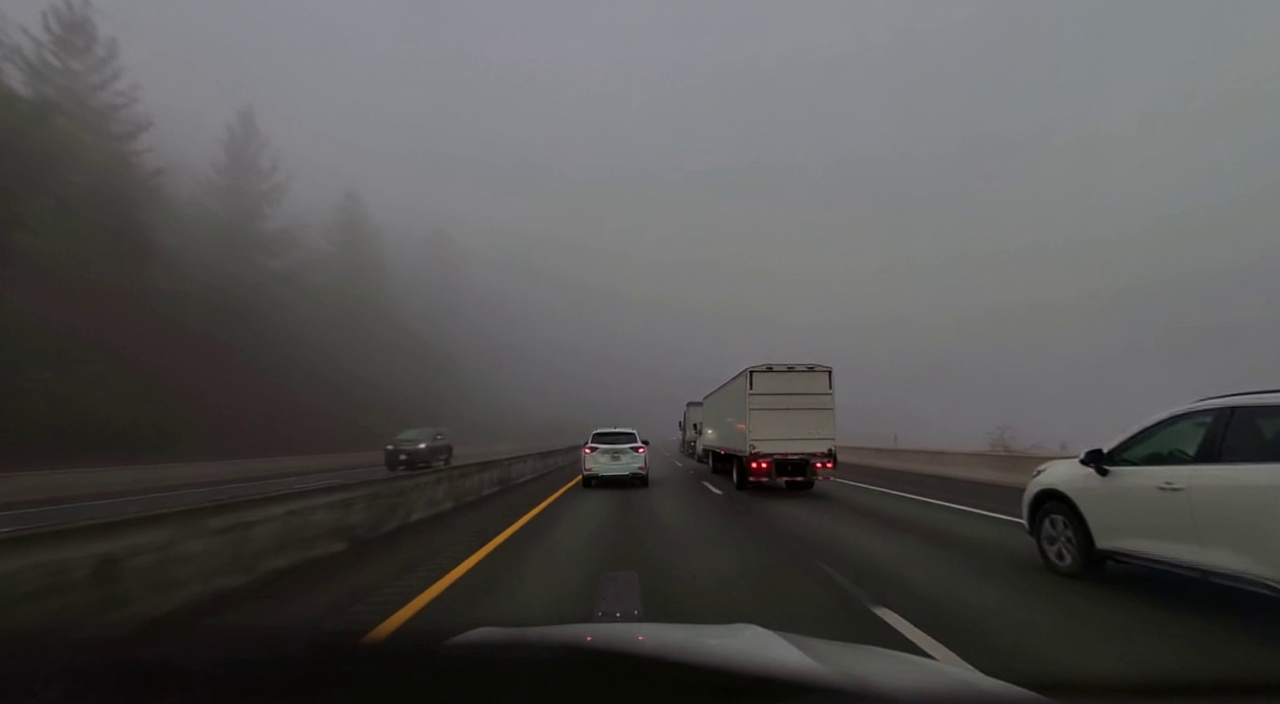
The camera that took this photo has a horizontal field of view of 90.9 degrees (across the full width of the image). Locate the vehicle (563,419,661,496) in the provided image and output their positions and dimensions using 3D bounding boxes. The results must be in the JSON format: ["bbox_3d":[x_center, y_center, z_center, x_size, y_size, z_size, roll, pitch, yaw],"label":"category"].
[{"bbox_3d":[-0.610,2.512,15.478,2.082,1.638,4.055,0,-7,0],"label":"vehicle"}]

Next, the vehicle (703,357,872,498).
[{"bbox_3d":[3.593,2.174,17.868,2.723,3.027,8.478,0,-8,0],"label":"vehicle"}]

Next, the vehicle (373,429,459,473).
[{"bbox_3d":[-9.381,4.150,26.793,2.012,1.703,4.298,0,-8,1],"label":"vehicle"}]

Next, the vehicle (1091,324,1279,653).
[{"bbox_3d":[4.748,0.728,3.162,2.011,1.905,3.905,0,-8,0],"label":"vehicle"}]
